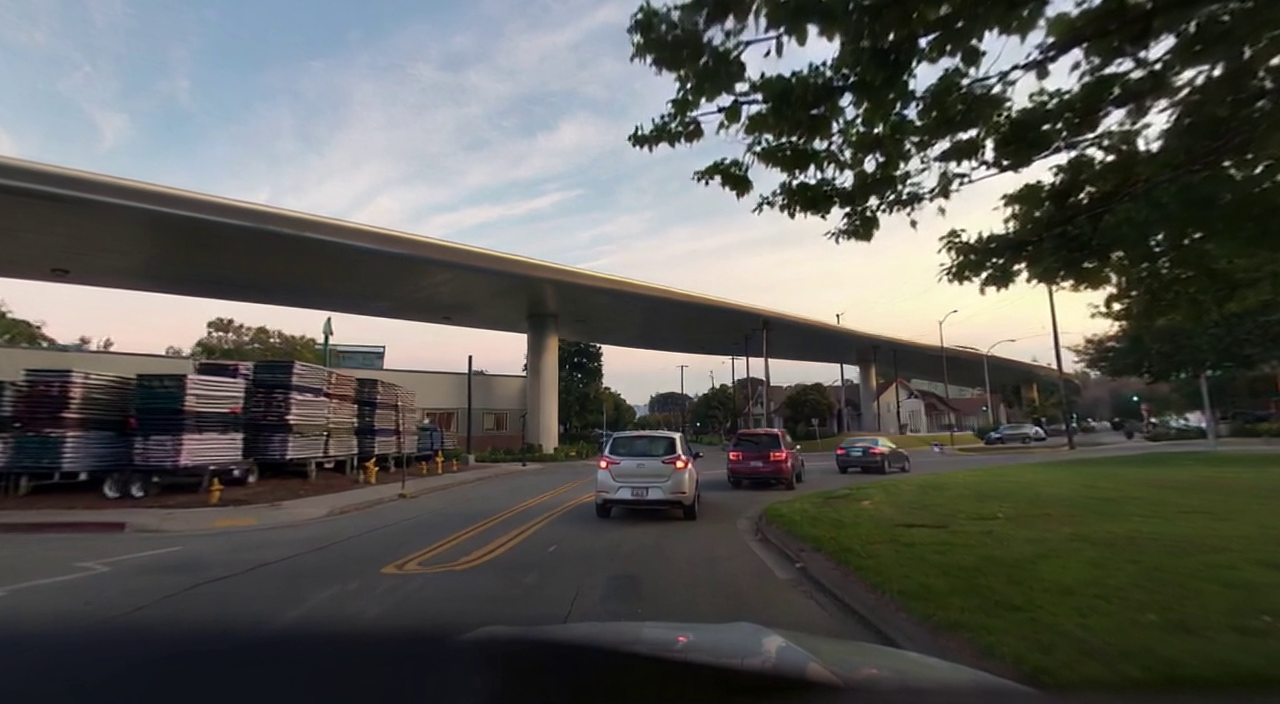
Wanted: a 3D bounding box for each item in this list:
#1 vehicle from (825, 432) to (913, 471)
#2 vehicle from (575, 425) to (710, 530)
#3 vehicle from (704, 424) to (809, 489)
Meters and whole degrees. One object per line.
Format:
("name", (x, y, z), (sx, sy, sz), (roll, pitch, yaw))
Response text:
("vehicle", (11.200, 4.829, 30.792), (4.310, 1.762, 1.995), (7, -11, -39))
("vehicle", (0.279, 2.263, 12.070), (2.087, 1.578, 4.652), (-1, -8, 6))
("vehicle", (4.026, 3.451, 21.176), (2.241, 1.885, 4.771), (-3, -9, 26))
